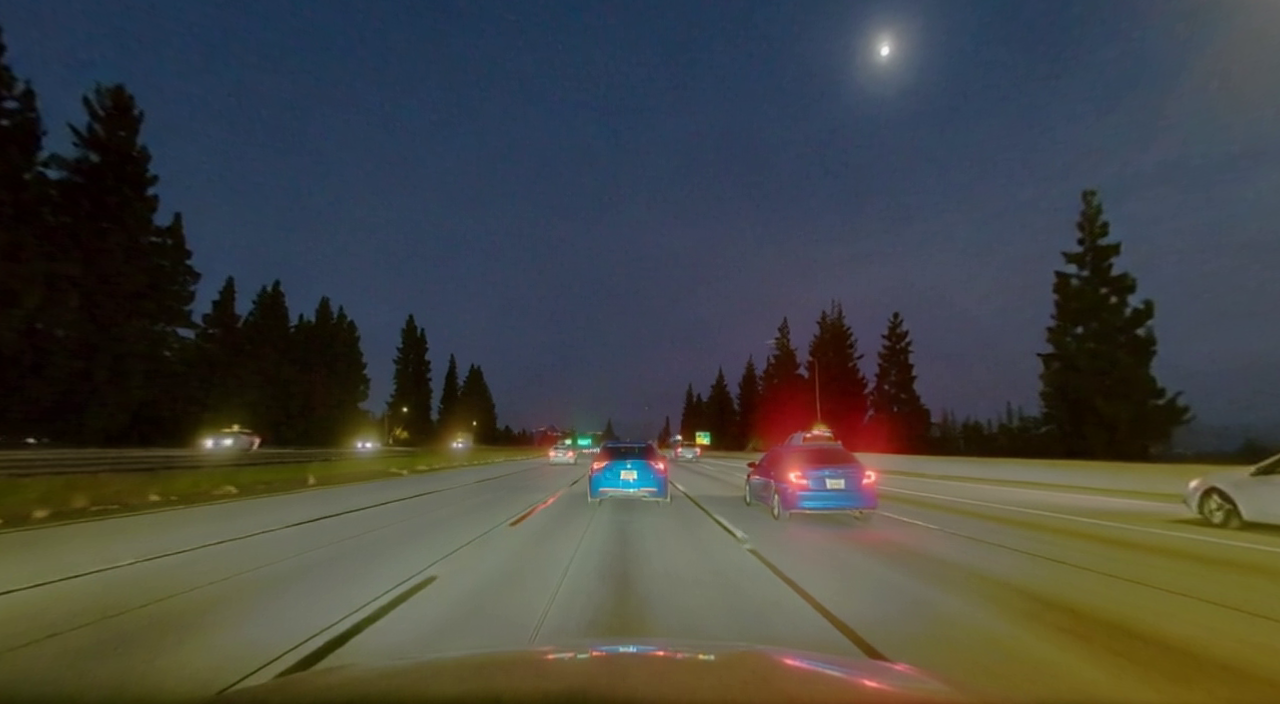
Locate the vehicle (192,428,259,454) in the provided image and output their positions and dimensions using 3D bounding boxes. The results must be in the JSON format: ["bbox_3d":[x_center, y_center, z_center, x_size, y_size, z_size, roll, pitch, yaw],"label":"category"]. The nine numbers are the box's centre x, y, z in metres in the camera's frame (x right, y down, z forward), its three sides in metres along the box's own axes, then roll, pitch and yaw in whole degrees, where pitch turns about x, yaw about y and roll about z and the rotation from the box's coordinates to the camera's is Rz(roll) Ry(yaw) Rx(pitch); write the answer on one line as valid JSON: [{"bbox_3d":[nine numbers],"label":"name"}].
[{"bbox_3d":[-30.794,6.640,46.946,1.965,1.795,4.589,1,-9,-3],"label":"vehicle"}]

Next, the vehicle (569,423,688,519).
[{"bbox_3d":[-0.242,2.496,13.630,2.181,1.728,3.970,1,-9,-1],"label":"vehicle"}]

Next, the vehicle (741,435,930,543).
[{"bbox_3d":[3.181,2.314,11.309,1.975,1.532,4.227,1,-9,-1],"label":"vehicle"}]

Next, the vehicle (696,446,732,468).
[{"bbox_3d":[5.536,7.959,47.875,1.972,1.521,4.498,1,-9,-3],"label":"vehicle"}]

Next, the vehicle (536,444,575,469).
[{"bbox_3d":[-5.403,6.739,40.807,2.023,1.497,4.526,1,-9,-2],"label":"vehicle"}]

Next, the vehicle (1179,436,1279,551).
[{"bbox_3d":[10.266,1.921,8.259,2.106,1.641,4.671,1,-9,-3],"label":"vehicle"}]
